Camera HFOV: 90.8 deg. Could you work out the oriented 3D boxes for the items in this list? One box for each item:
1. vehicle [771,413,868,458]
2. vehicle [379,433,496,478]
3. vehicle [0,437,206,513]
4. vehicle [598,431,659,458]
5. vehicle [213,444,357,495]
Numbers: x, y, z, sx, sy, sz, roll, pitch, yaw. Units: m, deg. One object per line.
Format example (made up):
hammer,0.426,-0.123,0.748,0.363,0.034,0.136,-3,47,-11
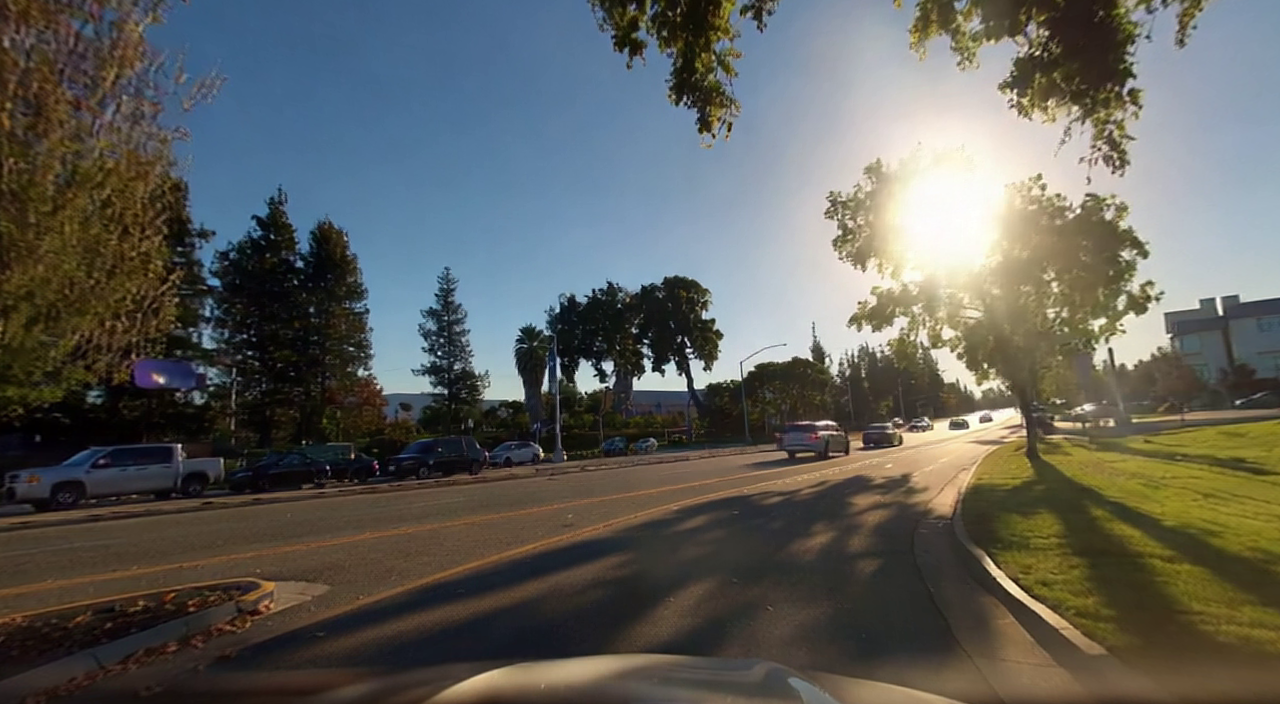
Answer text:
vehicle,8.941,4.135,31.213,2.517,1.936,4.748,-11,-13,43
vehicle,-9.667,4.934,30.476,2.134,1.924,4.911,-6,-10,39
vehicle,-16.741,3.680,19.579,2.294,2.000,4.788,-7,-10,30
vehicle,-0.700,6.302,43.192,1.926,1.691,4.646,-5,-9,32
vehicle,-13.562,4.443,24.369,1.904,1.719,4.326,-5,-9,35
